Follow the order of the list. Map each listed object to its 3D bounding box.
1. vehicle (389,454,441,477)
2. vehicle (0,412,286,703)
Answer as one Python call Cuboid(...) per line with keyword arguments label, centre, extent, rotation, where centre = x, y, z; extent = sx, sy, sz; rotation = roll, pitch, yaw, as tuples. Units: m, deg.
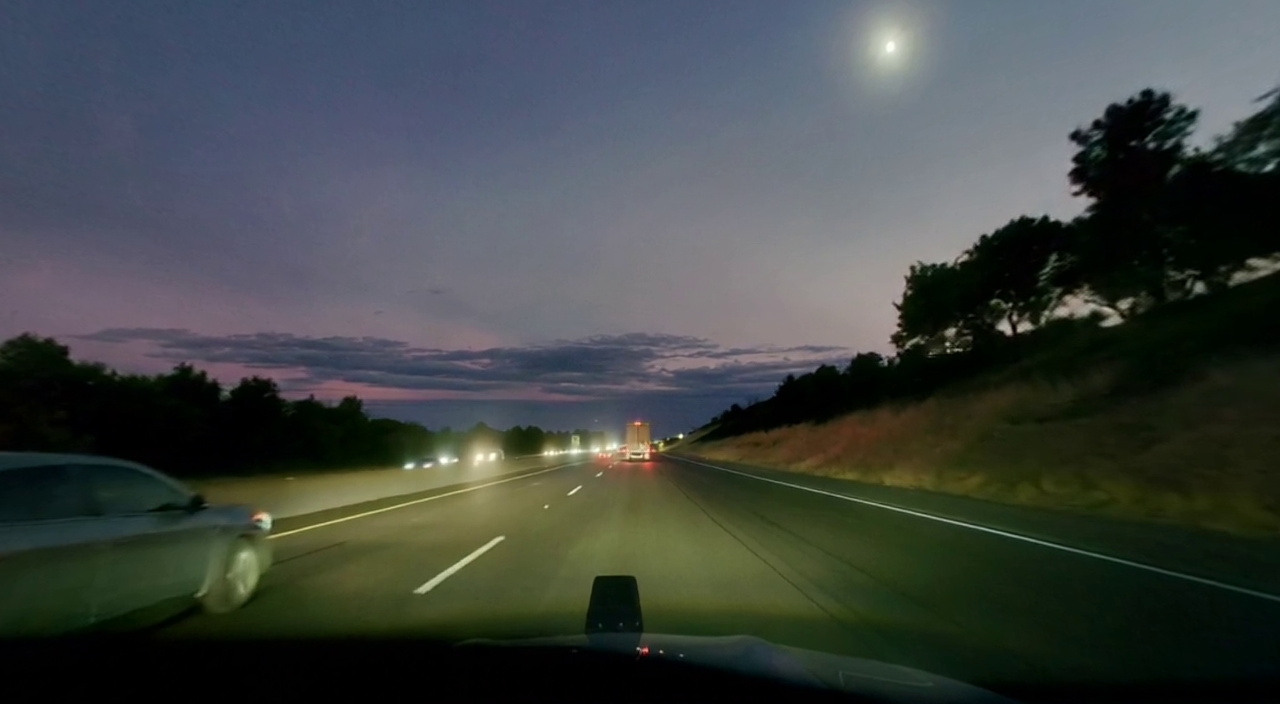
Cuboid(label="vehicle", centre=(-15.861, 8.003, 44.691), extent=(1.970, 1.474, 4.595), rotation=(0, -9, 0))
Cuboid(label="vehicle", centre=(-4.227, 1.138, 3.528), extent=(2.051, 1.537, 4.111), rotation=(0, -9, 0))
